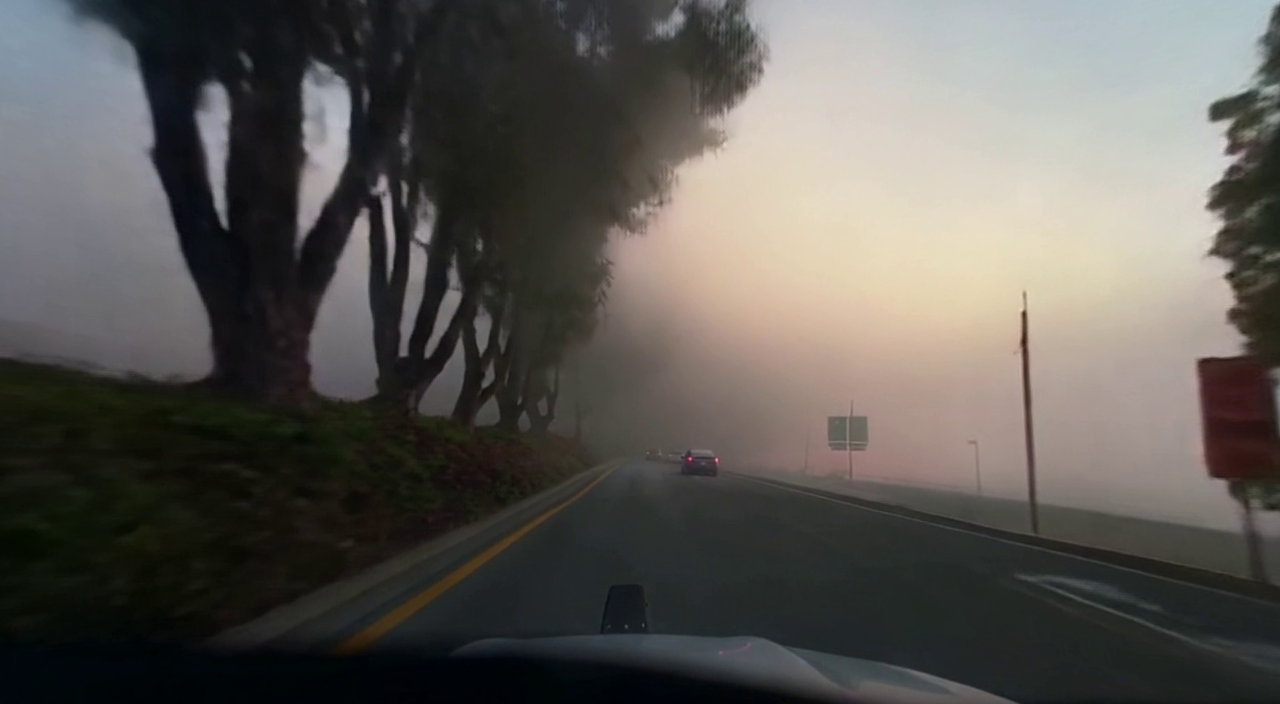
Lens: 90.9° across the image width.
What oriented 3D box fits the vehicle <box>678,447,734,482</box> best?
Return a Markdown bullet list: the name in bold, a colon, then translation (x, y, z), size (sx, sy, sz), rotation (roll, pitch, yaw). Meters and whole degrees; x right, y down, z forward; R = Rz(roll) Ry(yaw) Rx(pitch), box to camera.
- **vehicle**: translation (2.972, 5.182, 29.404), size (1.956, 1.473, 4.640), rotation (0, -9, -2)
